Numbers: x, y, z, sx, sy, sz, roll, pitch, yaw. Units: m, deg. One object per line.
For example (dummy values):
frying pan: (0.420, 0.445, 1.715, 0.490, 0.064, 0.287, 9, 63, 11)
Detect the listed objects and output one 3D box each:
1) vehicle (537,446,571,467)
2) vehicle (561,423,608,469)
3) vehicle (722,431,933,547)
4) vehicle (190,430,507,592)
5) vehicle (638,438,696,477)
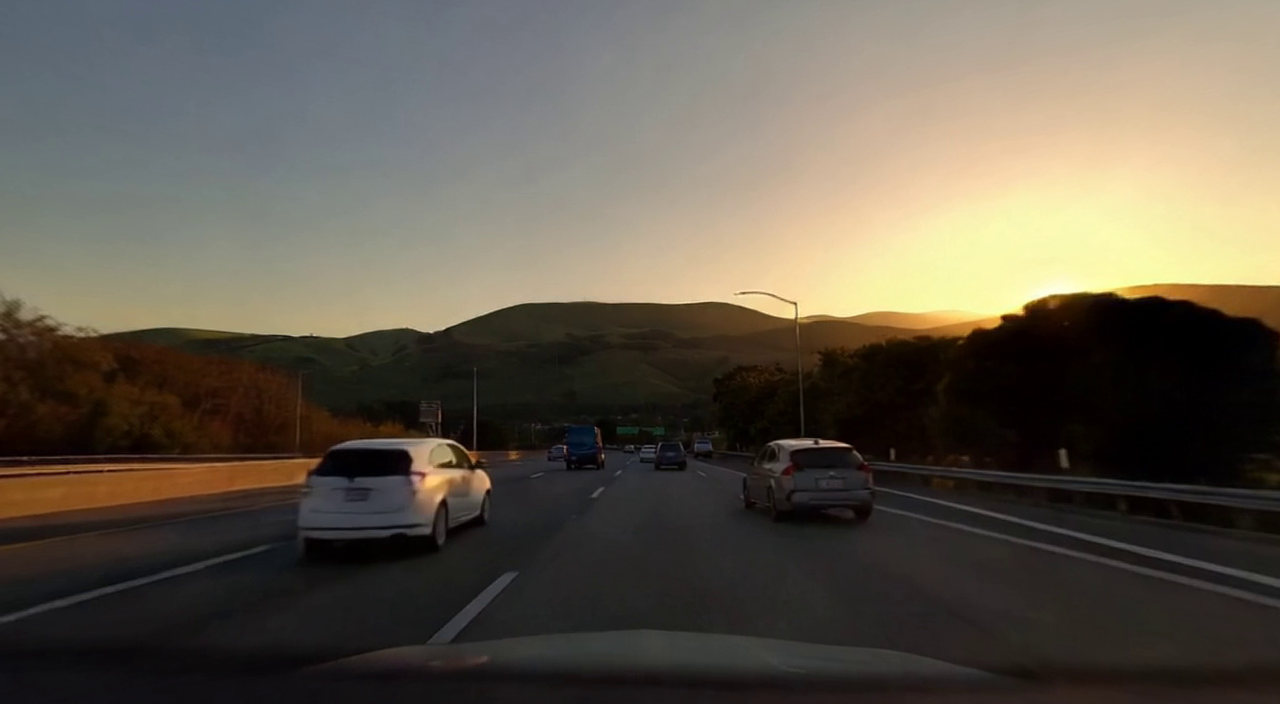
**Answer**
vehicle: (-6.520, 7.910, 48.099, 1.964, 1.487, 4.417, 0, -8, 0)
vehicle: (-3.367, 5.927, 39.725, 2.396, 2.664, 5.735, 0, -9, 1)
vehicle: (2.767, 2.137, 10.566, 2.050, 1.491, 4.362, 0, -8, -2)
vehicle: (-3.209, 1.824, 8.129, 1.990, 1.501, 4.250, 0, -8, 1)
vehicle: (1.196, 4.950, 29.829, 2.270, 1.660, 4.101, 0, -8, -4)
